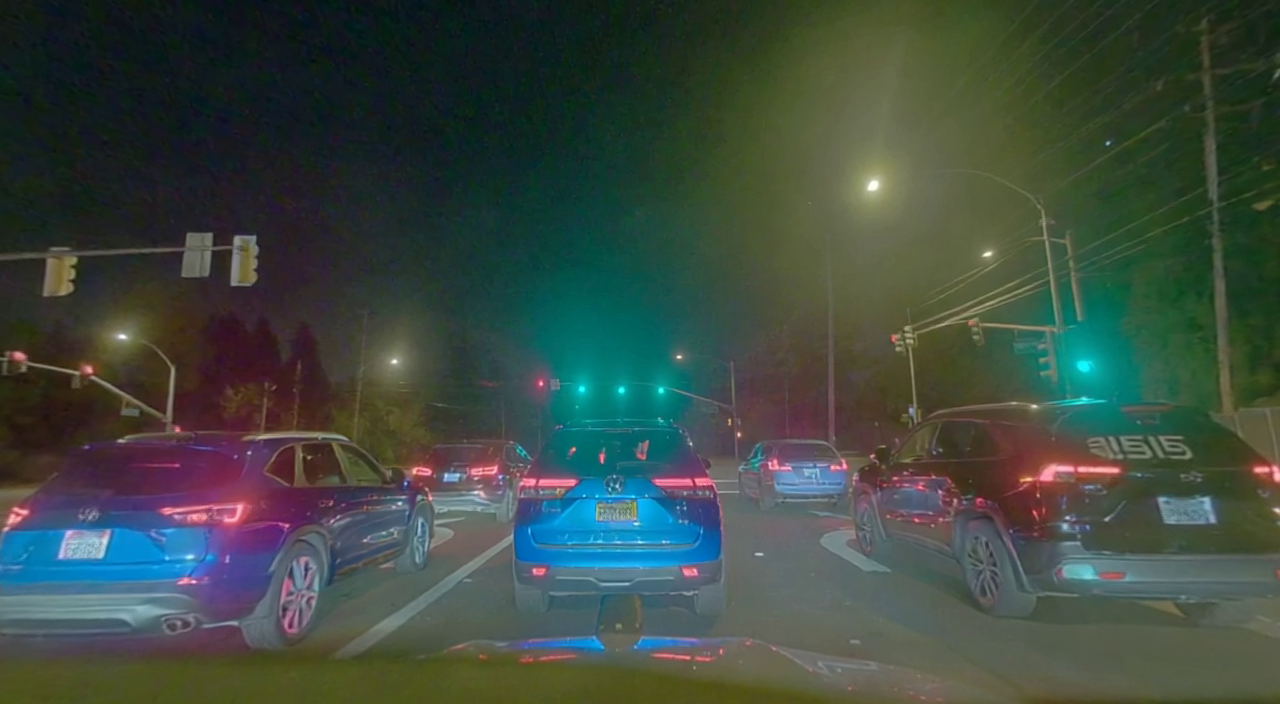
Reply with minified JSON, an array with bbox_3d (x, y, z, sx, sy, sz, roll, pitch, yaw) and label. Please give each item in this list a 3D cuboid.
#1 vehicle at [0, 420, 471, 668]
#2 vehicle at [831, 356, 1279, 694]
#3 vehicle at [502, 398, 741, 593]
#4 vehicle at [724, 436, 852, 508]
[{"bbox_3d":[-3.192,1.493,6.088,1.881,1.466,4.484,0,-9,0],"label":"vehicle"},{"bbox_3d":[3.518,1.257,5.737,1.999,1.789,4.583,0,-9,-1],"label":"vehicle"},{"bbox_3d":[-0.138,1.578,7.701,2.111,1.712,4.078,0,-9,1],"label":"vehicle"},{"bbox_3d":[3.368,2.831,15.361,1.949,1.479,4.489,0,-9,-1],"label":"vehicle"}]
